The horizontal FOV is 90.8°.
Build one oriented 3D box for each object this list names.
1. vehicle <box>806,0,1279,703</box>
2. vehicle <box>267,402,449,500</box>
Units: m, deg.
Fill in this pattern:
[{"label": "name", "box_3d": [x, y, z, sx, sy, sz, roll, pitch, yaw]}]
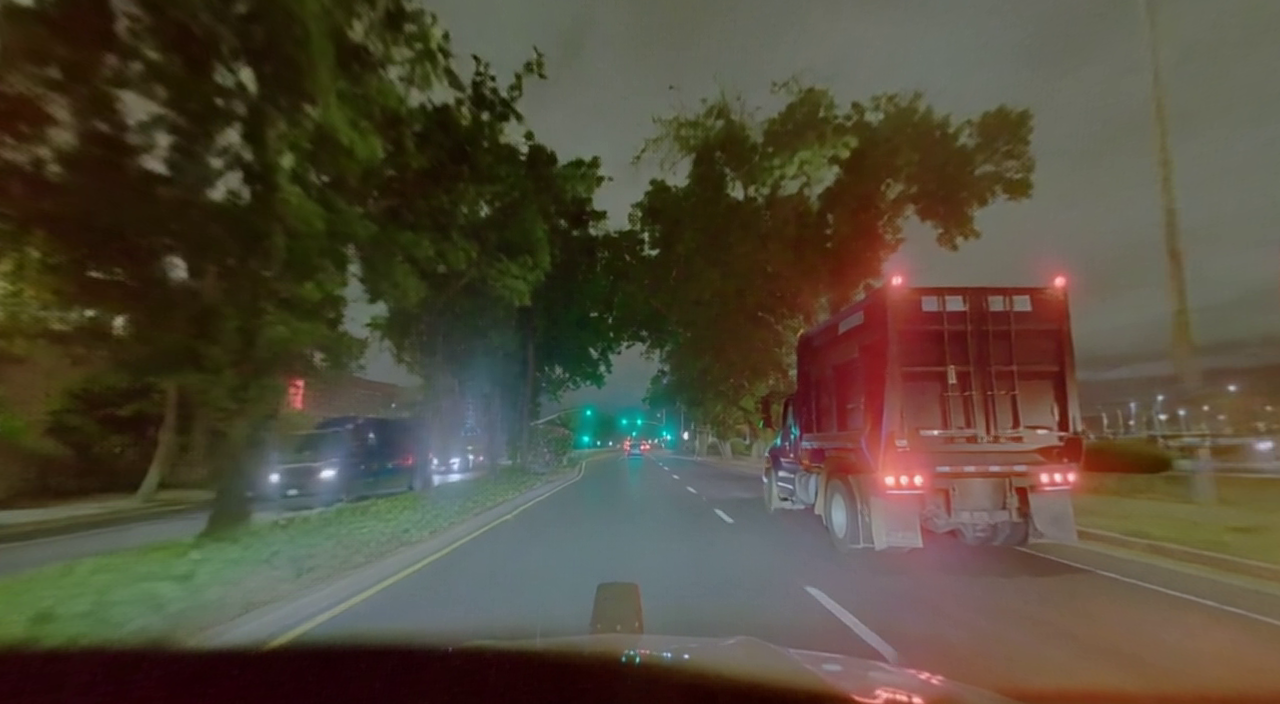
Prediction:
[{"label": "vehicle", "box_3d": [3.989, 0.257, 4.461, 2.731, 3.407, 10.262, 0, -8, -1]}, {"label": "vehicle", "box_3d": [-10.283, 3.808, 24.617, 3.257, 3.085, 9.164, 0, -9, -3]}]
